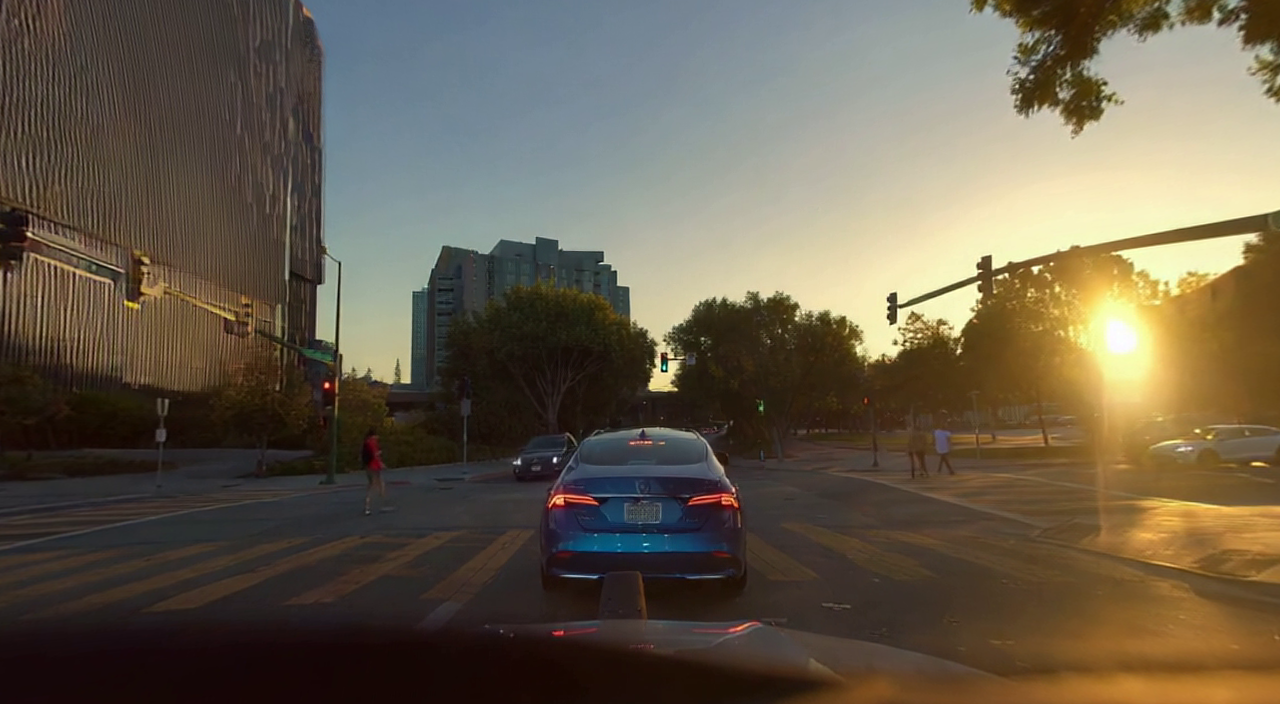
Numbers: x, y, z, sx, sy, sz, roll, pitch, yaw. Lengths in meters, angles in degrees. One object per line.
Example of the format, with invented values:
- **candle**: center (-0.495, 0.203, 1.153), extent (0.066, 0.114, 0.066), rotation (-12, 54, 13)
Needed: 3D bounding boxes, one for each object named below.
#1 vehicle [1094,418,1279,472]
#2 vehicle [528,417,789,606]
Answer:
- **vehicle**: center (19.129, 3.265, 22.222), extent (4.675, 1.772, 1.945), rotation (0, -8, -1)
- **vehicle**: center (-0.143, 1.644, 7.479), extent (1.893, 1.532, 4.145), rotation (2, -9, -16)
